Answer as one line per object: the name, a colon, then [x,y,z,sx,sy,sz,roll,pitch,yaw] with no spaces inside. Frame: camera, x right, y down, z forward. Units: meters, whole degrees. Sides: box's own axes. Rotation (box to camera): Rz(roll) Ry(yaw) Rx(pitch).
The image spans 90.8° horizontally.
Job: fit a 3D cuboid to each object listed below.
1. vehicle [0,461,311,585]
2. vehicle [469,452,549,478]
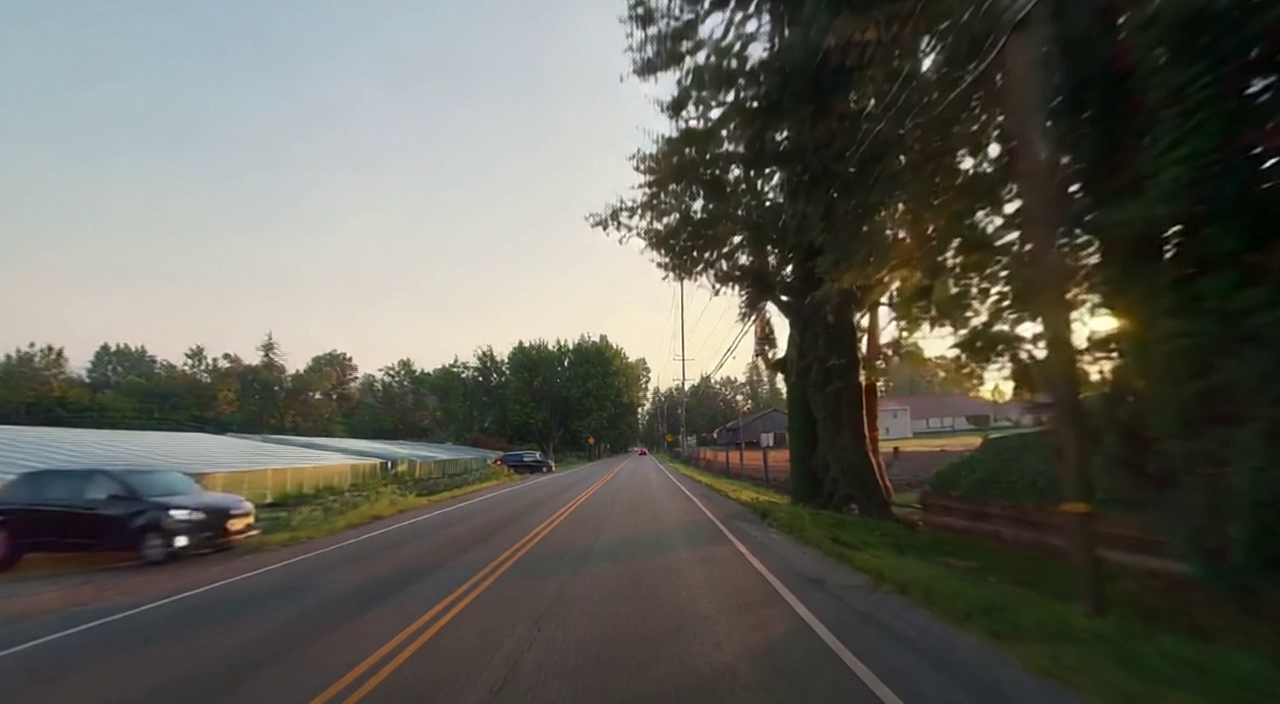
vehicle: [-7.872,2.384,9.392,4.954,1.449,2.141,-2,-9,12]
vehicle: [-8.161,7.057,39.581,4.525,1.499,1.934,0,-8,1]
